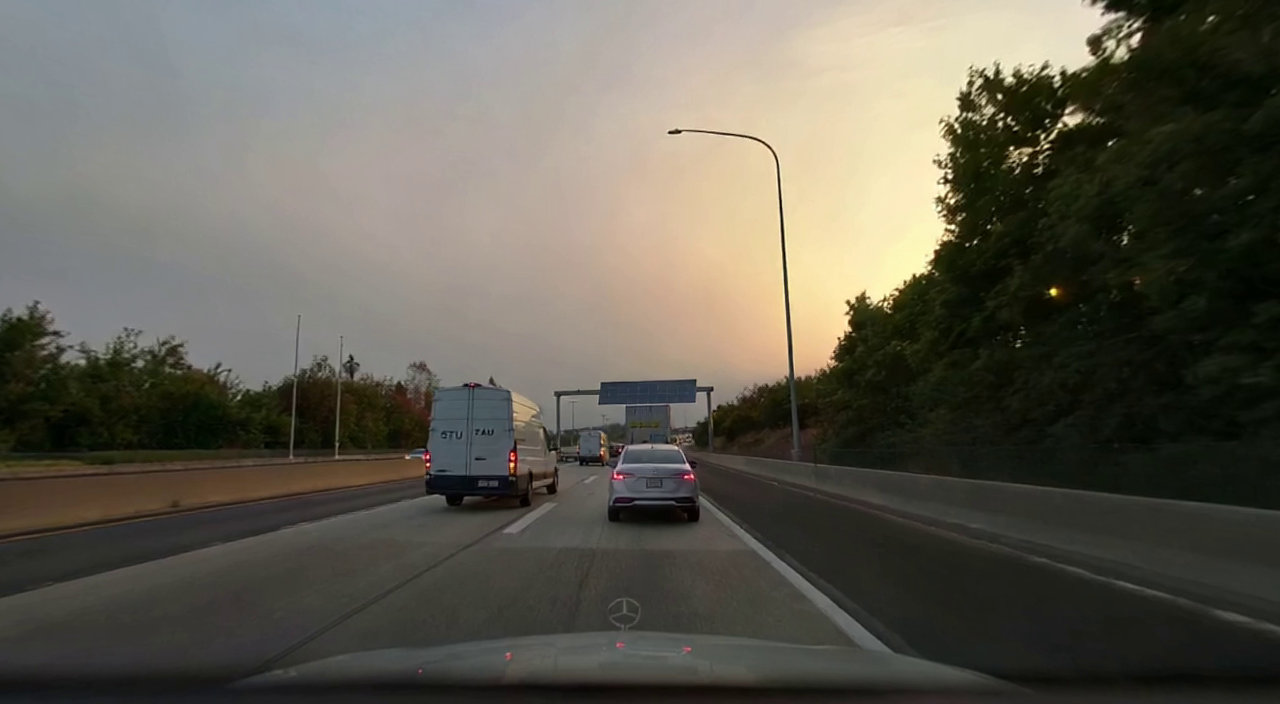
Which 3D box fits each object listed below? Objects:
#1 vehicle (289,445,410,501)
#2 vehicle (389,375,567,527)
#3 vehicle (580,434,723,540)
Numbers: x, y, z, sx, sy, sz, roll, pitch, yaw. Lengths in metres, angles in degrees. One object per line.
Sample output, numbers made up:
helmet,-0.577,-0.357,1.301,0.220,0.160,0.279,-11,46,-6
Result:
vehicle,-8.524,3.546,18.869,1.876,1.482,3.539,0,-9,1
vehicle,-3.329,2.303,14.873,2.289,2.757,6.726,0,-9,1
vehicle,0.143,2.226,10.940,2.063,1.507,3.488,0,-9,-1
